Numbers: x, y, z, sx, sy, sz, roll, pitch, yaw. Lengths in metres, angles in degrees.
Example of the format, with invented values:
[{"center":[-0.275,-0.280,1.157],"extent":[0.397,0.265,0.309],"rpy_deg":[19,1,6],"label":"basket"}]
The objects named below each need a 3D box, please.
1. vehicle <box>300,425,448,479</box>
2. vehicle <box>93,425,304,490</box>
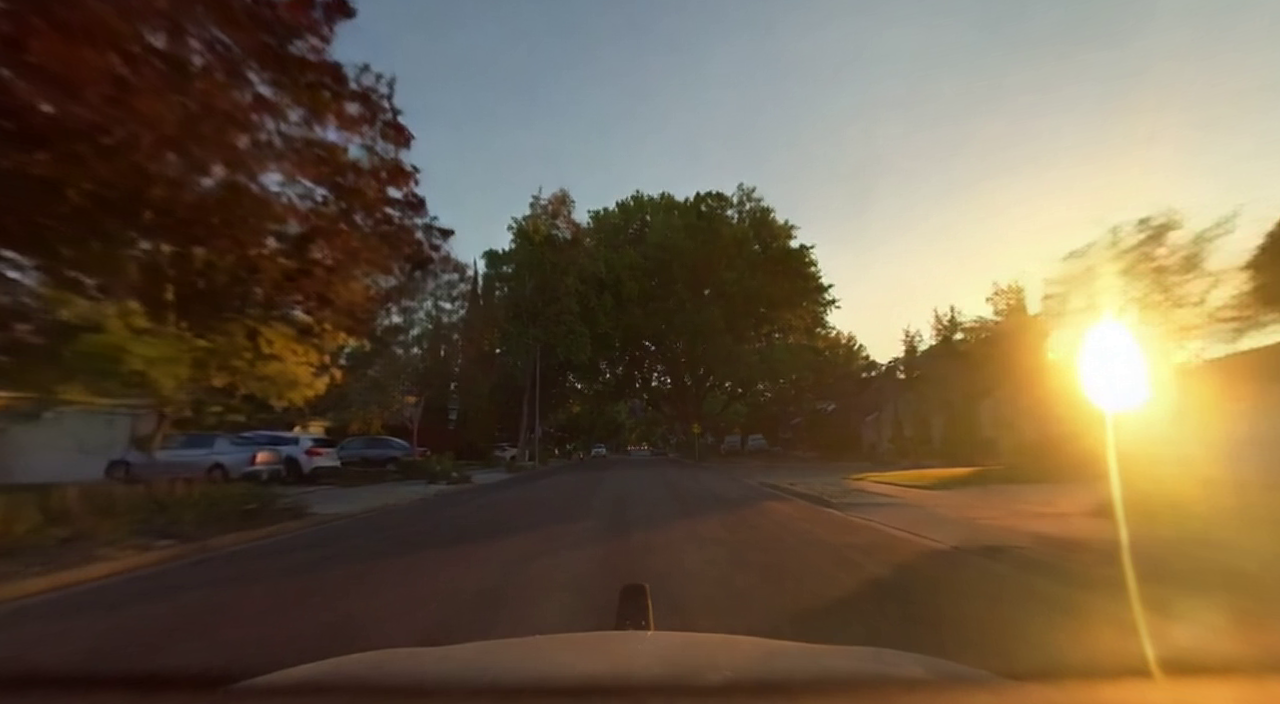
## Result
[{"center":[-12.887,4.893,30.971],"extent":[5.946,2.048,2.595],"rpy_deg":[5,-9,-3],"label":"vehicle"},{"center":[-13.520,3.253,19.598],"extent":[4.796,1.864,2.328],"rpy_deg":[-1,-9,2],"label":"vehicle"}]
